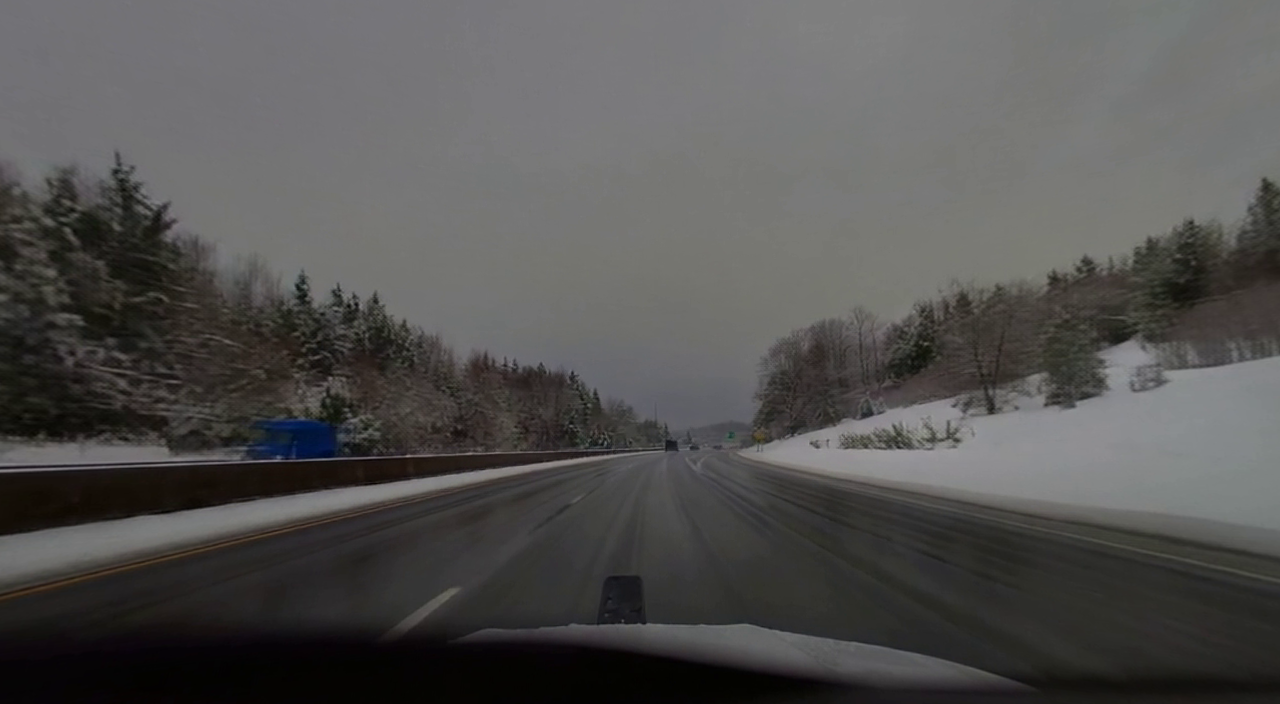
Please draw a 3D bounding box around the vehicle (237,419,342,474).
[{"bbox_3d":[-25.319,6.920,46.093,3.046,3.634,7.542,0,-9,2],"label":"vehicle"}]
